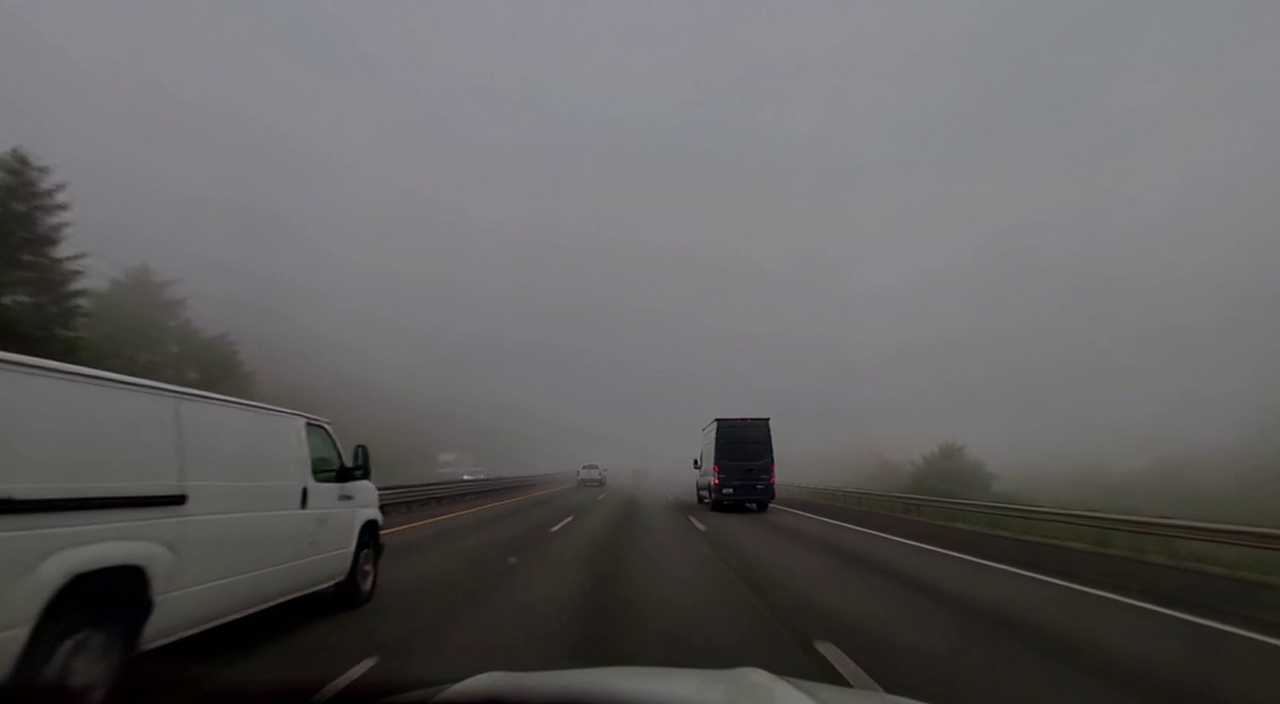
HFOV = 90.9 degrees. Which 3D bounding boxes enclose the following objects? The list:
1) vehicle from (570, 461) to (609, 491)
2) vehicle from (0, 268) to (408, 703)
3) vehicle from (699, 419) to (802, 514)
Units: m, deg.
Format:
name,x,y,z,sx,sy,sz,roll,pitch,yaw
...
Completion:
name,x,y,z,sx,sy,sz,roll,pitch,yaw
vehicle,-3.401,8.478,43.270,2.204,1.852,4.661,1,-11,1
vehicle,-3.432,0.885,3.353,2.378,1.930,5.086,1,-11,0
vehicle,3.767,4.132,22.796,2.703,2.988,5.097,1,-11,-1
